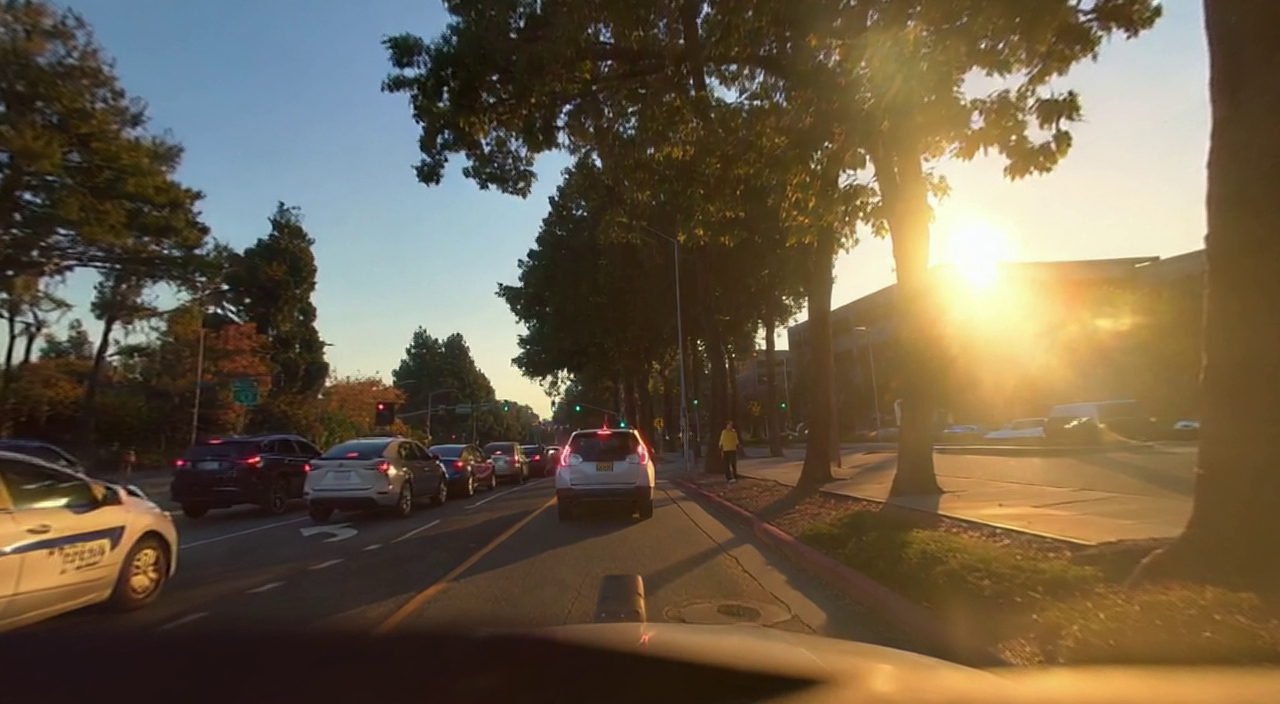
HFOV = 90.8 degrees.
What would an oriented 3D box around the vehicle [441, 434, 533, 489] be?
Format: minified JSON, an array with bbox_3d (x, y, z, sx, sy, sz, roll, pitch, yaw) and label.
[{"bbox_3d":[-5.408,3.930,23.027,2.188,1.774,4.477,0,-9,1],"label":"vehicle"}]

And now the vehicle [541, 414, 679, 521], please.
[{"bbox_3d":[-0.568,2.312,13.097,2.368,1.829,4.293,0,-9,-2],"label":"vehicle"}]

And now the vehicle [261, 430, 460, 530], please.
[{"bbox_3d":[-5.399,2.519,13.034,2.010,1.674,4.484,0,-9,1],"label":"vehicle"}]

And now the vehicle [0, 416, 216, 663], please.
[{"bbox_3d":[-5.267,1.243,4.166,2.069,1.616,4.108,0,-9,0],"label":"vehicle"}]
